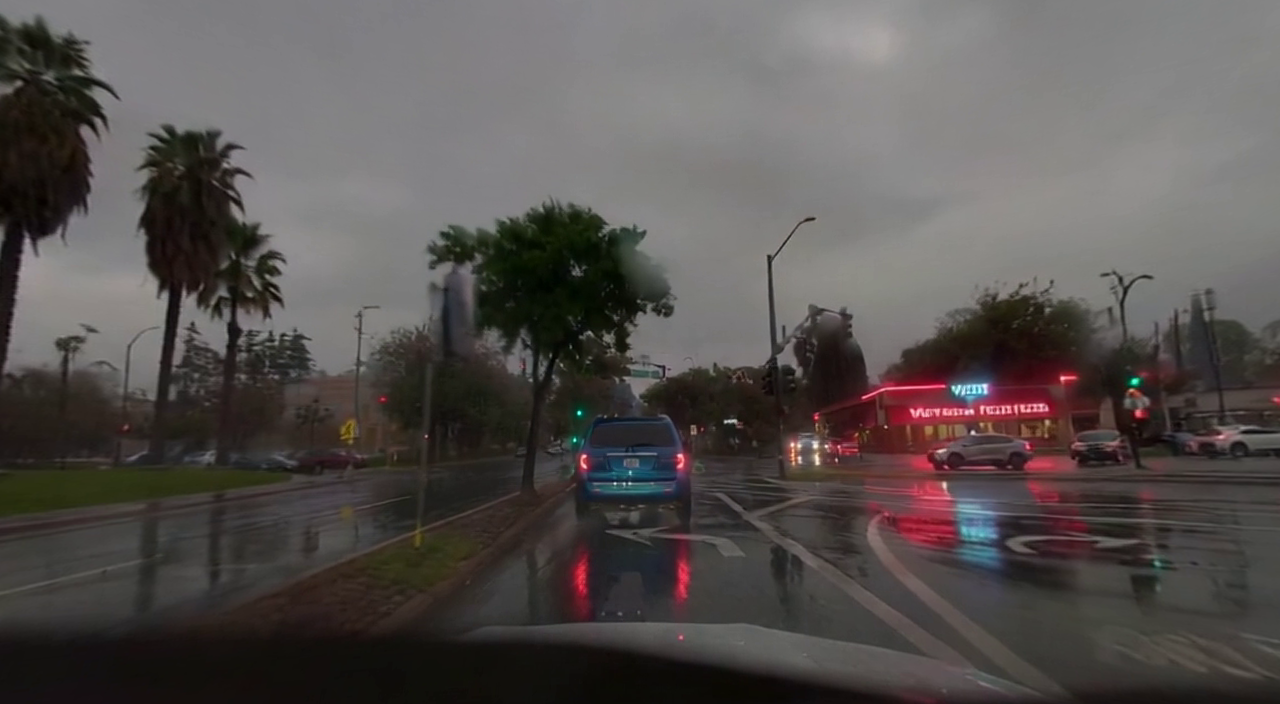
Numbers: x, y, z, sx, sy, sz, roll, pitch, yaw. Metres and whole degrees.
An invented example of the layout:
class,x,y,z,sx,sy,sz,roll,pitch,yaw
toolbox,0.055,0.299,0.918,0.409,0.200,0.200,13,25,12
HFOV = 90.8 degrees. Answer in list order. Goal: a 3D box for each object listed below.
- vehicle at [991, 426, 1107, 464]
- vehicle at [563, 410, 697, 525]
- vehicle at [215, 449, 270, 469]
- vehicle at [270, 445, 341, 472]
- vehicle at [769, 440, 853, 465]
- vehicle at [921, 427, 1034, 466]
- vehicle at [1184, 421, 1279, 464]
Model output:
class,x,y,z,sx,sy,sz,roll,pitch,yaw
vehicle,21.352,4.911,33.192,4.852,1.847,1.983,-5,-10,32
vehicle,-0.179,2.306,13.103,2.263,1.932,4.709,0,-8,0
vehicle,-29.422,7.870,46.718,4.081,1.383,1.878,-6,-10,33
vehicle,-22.344,7.056,42.176,4.790,1.687,1.969,-5,-10,32
vehicle,10.726,6.286,39.745,4.665,1.467,1.833,-6,-10,33
vehicle,16.498,4.672,31.180,4.641,1.778,1.958,-4,-9,23
vehicle,28.497,4.072,28.365,5.809,1.839,1.957,-6,-10,33
